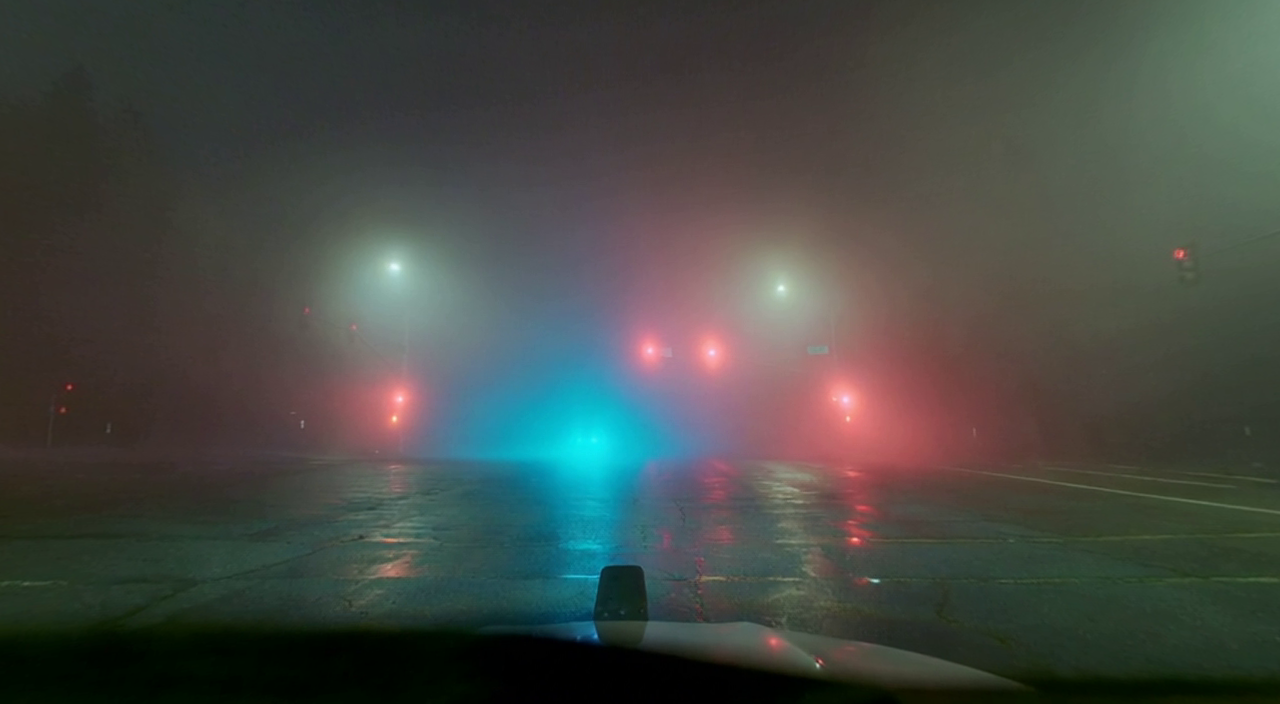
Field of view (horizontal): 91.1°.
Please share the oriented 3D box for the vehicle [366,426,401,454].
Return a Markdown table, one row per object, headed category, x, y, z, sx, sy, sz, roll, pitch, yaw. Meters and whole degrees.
| category | x | y | z | sx | sy | sz | roll | pitch | yaw |
| --- | --- | --- | --- | --- | --- | --- | --- | --- | --- |
| vehicle | -20.005 | 6.854 | 48.889 | 1.873 | 2.079 | 2.879 | 5 | -10 | -33 |
